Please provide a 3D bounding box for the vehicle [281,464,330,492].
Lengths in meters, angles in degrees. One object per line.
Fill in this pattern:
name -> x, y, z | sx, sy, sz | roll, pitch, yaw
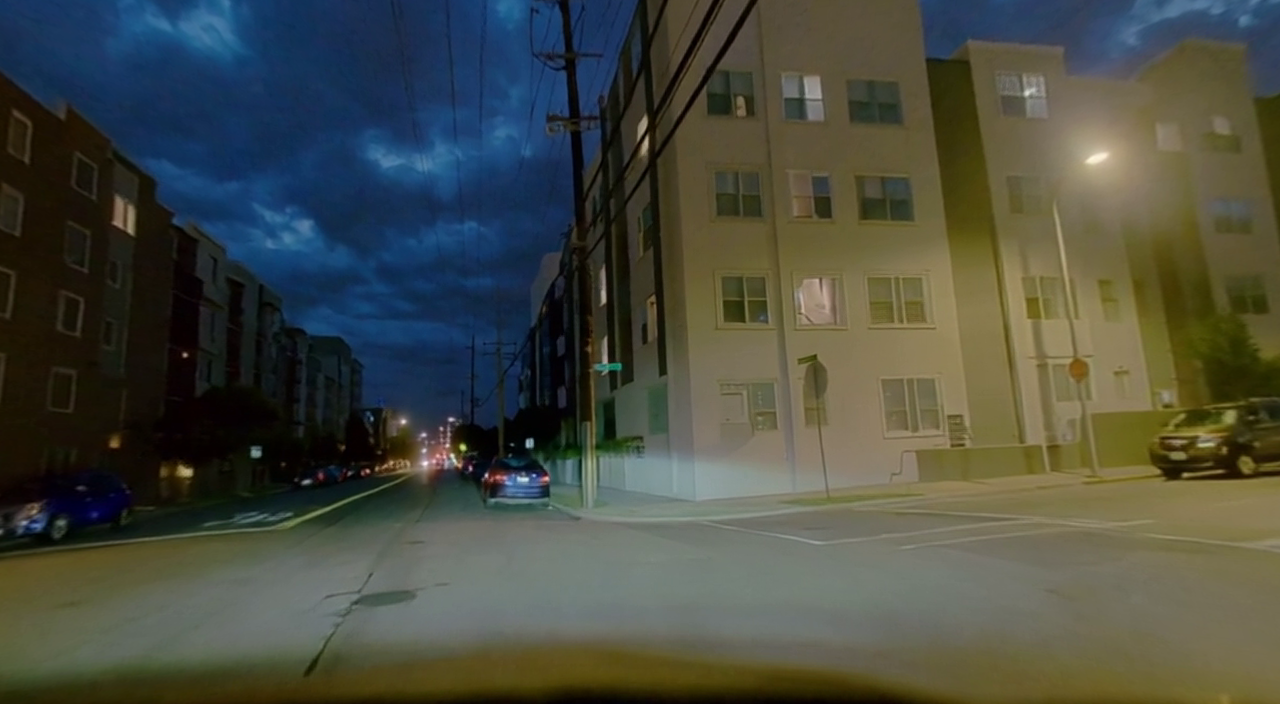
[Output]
vehicle -> -22.314, 8.392, 42.192 | 2.032, 1.641, 4.162 | 2, -9, -17

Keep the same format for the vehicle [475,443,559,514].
vehicle -> -3.894, 3.774, 19.293 | 2.164, 1.721, 4.416 | -2, -8, -15

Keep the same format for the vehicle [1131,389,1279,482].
vehicle -> 15.750, 2.064, 16.482 | 4.259, 2.102, 2.376 | -1, -5, -17

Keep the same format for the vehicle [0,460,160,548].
vehicle -> -14.972, 3.861, 16.636 | 2.140, 1.874, 4.475 | 2, -9, -17
